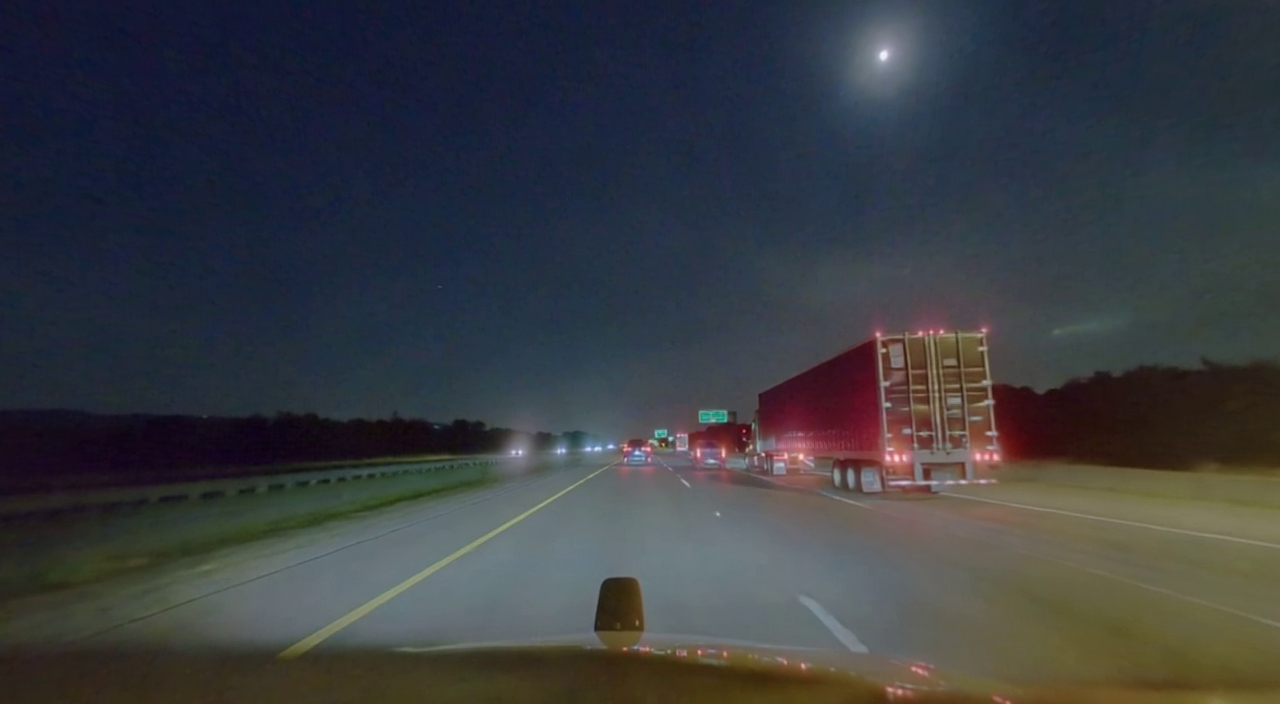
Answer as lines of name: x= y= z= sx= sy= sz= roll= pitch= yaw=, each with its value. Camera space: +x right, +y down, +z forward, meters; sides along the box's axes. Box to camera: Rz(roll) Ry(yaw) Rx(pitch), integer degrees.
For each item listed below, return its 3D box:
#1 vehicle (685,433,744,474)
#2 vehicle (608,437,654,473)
vehicle: x=3.567 y=4.993 z=31.108 sx=2.269 sy=1.839 sz=4.554 roll=0 pitch=-9 yaw=-1
vehicle: x=-0.375 y=5.108 z=31.421 sx=2.142 sy=1.664 sz=4.076 roll=0 pitch=-9 yaw=1
